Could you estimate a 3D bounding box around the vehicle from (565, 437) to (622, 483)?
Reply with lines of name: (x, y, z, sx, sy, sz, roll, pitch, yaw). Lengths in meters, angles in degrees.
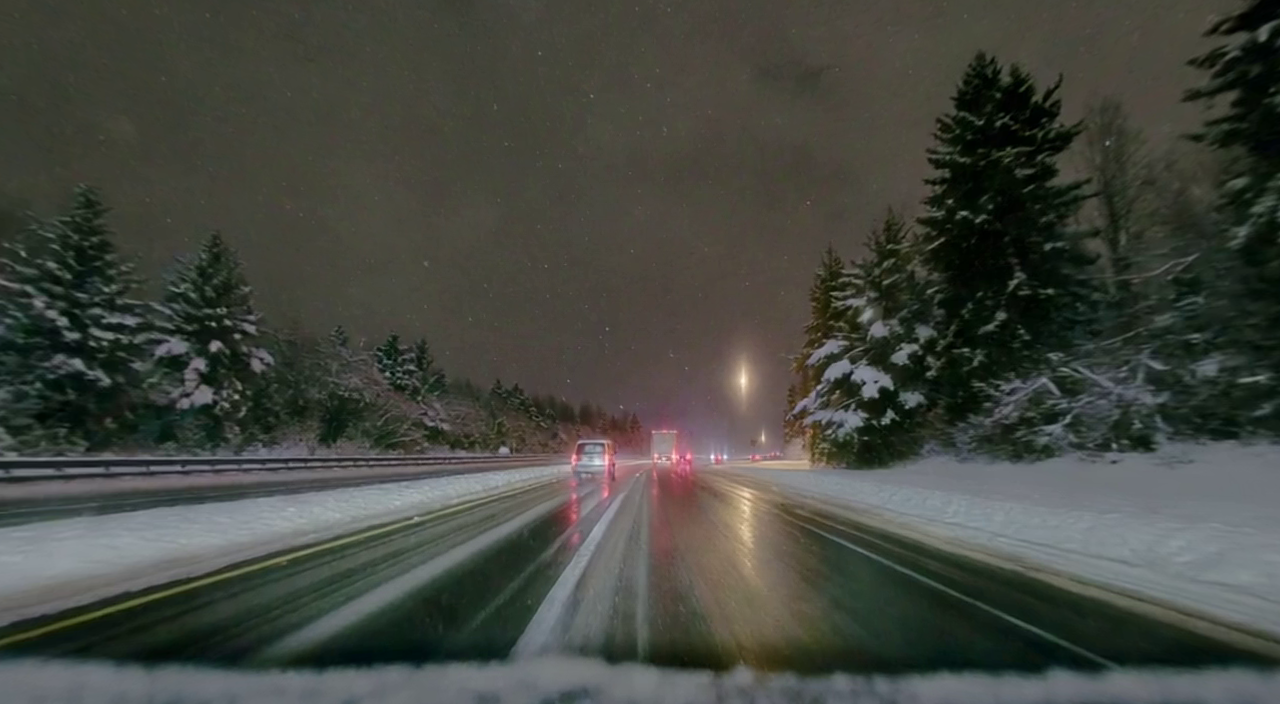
vehicle: (-2.168, 5.268, 30.888, 2.271, 2.049, 4.894, -1, -9, 2)
